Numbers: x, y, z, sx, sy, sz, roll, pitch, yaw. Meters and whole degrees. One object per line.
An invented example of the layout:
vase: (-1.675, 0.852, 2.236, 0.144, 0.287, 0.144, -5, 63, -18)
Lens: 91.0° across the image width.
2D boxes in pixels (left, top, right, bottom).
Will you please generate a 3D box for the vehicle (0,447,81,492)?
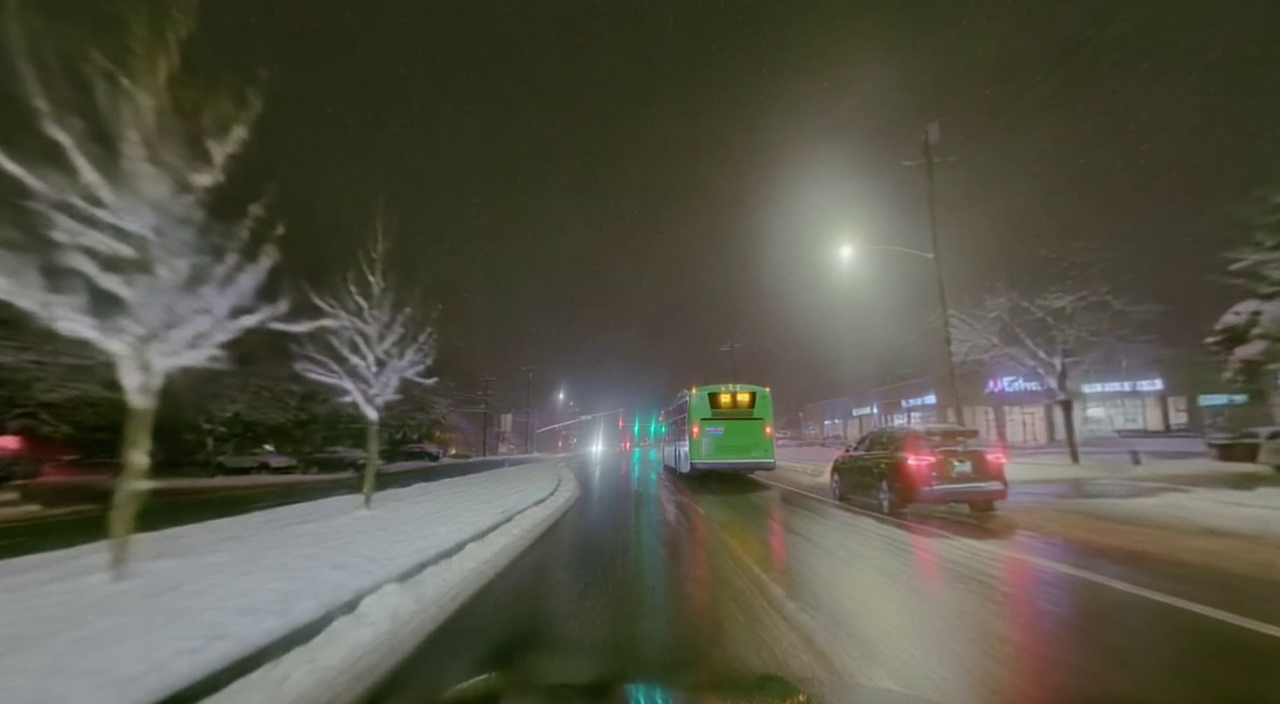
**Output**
vehicle: (-28.188, 5.152, 27.768, 2.181, 1.901, 5.196, 0, -8, 0)

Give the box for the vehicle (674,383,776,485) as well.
vehicle: (2.994, 3.320, 25.085, 2.766, 3.306, 9.281, 0, -8, 0)

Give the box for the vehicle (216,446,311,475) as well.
vehicle: (-25.140, 7.260, 42.168, 4.857, 1.846, 2.185, 0, -8, -2)

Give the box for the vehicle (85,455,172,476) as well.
vehicle: (-38.692, 8.583, 47.709, 4.646, 1.447, 2.215, 0, -9, 0)

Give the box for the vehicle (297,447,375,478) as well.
vehicle: (-19.121, 6.943, 39.923, 2.277, 1.764, 5.283, -2, -8, 1)

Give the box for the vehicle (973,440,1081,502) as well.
vehicle: (10.837, 3.193, 17.452, 2.042, 1.456, 4.800, -6, -10, 36)

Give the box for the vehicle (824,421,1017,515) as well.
vehicle: (5.976, 2.528, 14.221, 2.129, 1.754, 4.668, 0, -8, -1)
